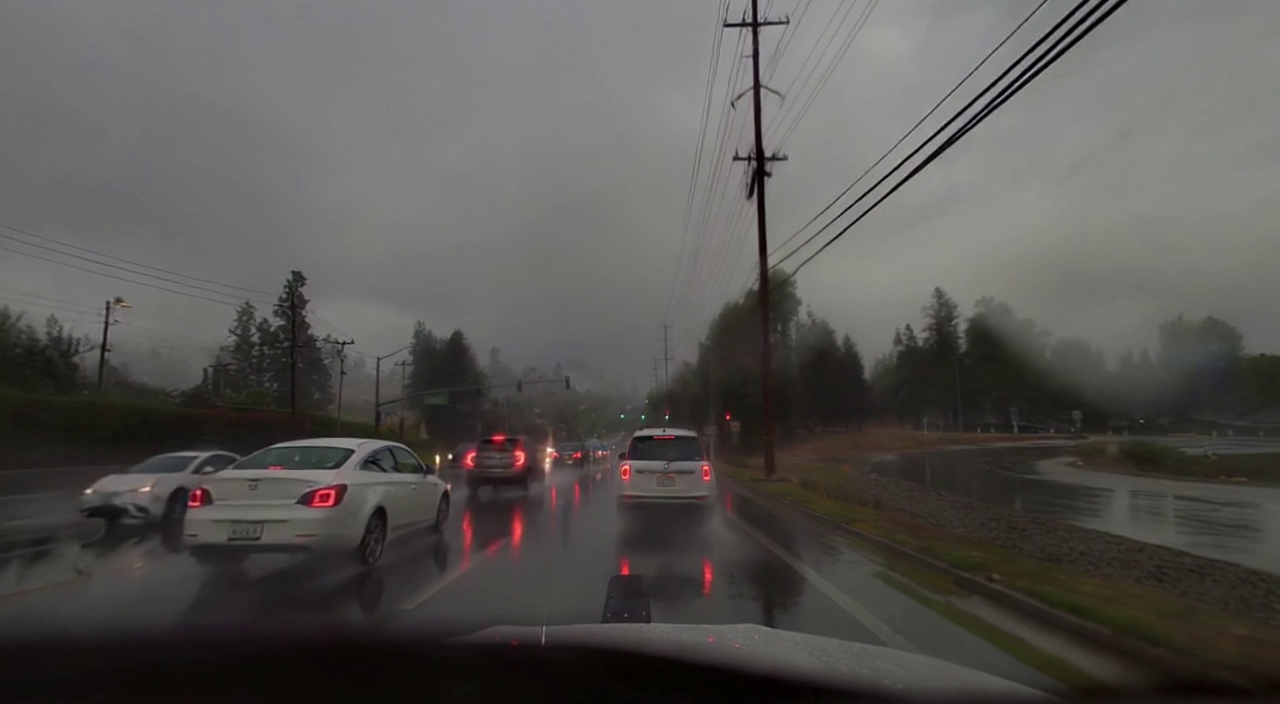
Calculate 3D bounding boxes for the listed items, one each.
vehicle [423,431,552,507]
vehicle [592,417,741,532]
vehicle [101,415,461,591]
[{"bbox_3d":[-3.651,2.902,16.068,2.018,1.621,4.441,-1,-9,2],"label":"vehicle"},{"bbox_3d":[0.455,2.126,11.396,2.205,1.691,3.937,0,-9,2],"label":"vehicle"},{"bbox_3d":[-3.815,1.665,7.739,1.999,1.563,4.007,0,-9,1],"label":"vehicle"}]
